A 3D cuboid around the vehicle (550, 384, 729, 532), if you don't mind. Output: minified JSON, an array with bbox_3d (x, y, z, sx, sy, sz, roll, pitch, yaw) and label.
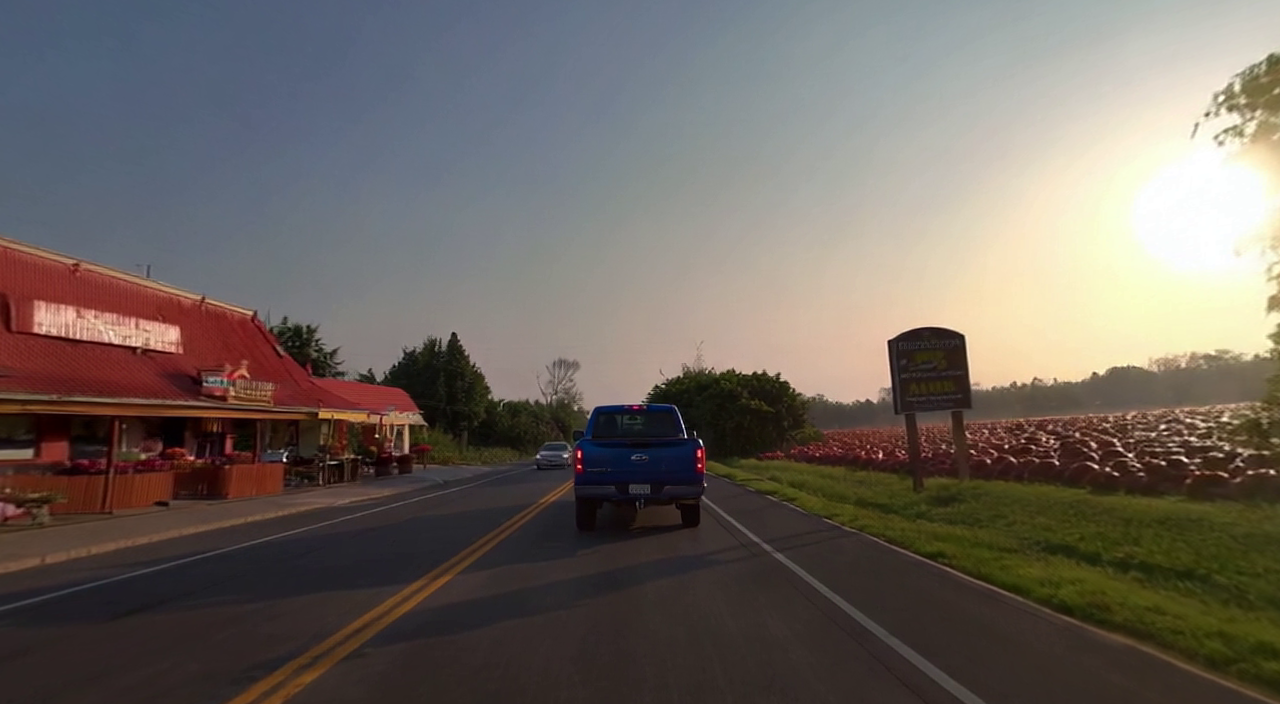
[{"bbox_3d":[-0.094,2.024,12.550,2.693,2.223,5.885,0,-8,-2],"label":"vehicle"}]
